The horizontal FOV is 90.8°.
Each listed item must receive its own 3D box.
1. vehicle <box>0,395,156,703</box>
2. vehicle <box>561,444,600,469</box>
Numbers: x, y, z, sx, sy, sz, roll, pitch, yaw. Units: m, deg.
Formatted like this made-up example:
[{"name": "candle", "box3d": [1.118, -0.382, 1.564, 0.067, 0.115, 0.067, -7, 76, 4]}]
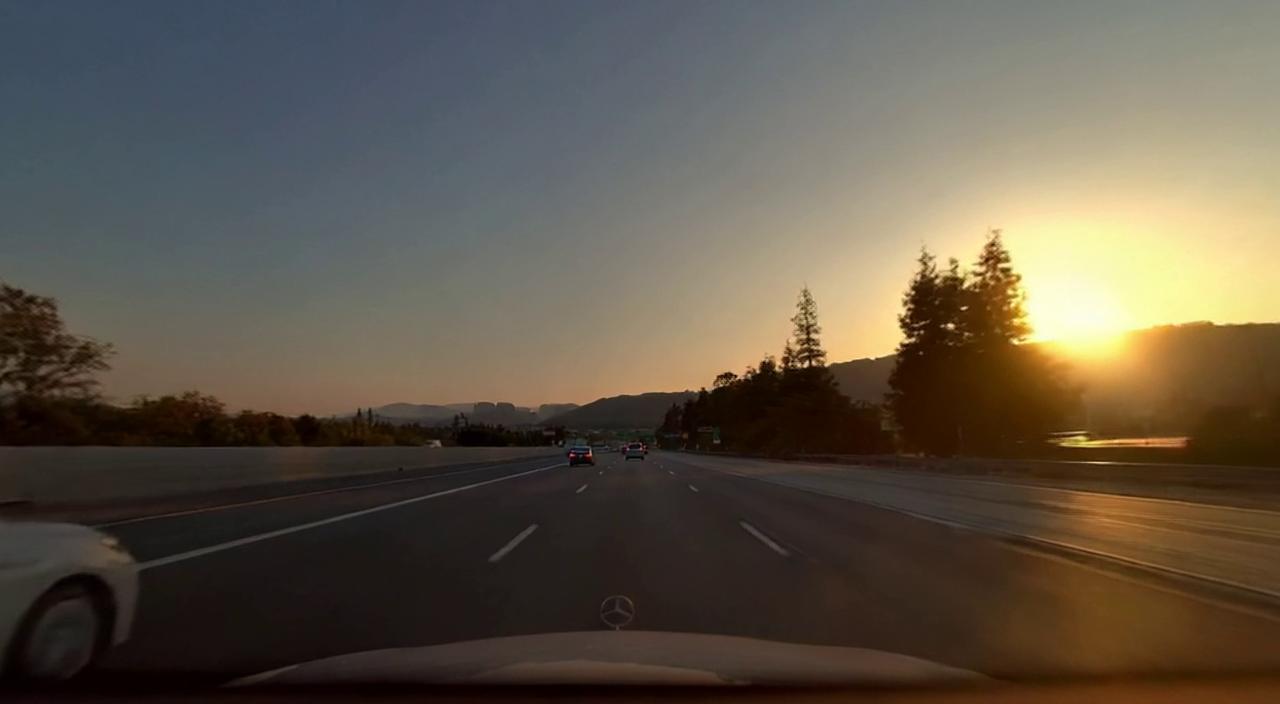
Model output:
[{"name": "vehicle", "box3d": [-3.948, 0.731, 1.225, 2.187, 1.527, 4.849, 0, -8, 0]}, {"name": "vehicle", "box3d": [-3.925, 7.000, 42.471, 2.140, 1.574, 4.946, 0, -8, 0]}]
